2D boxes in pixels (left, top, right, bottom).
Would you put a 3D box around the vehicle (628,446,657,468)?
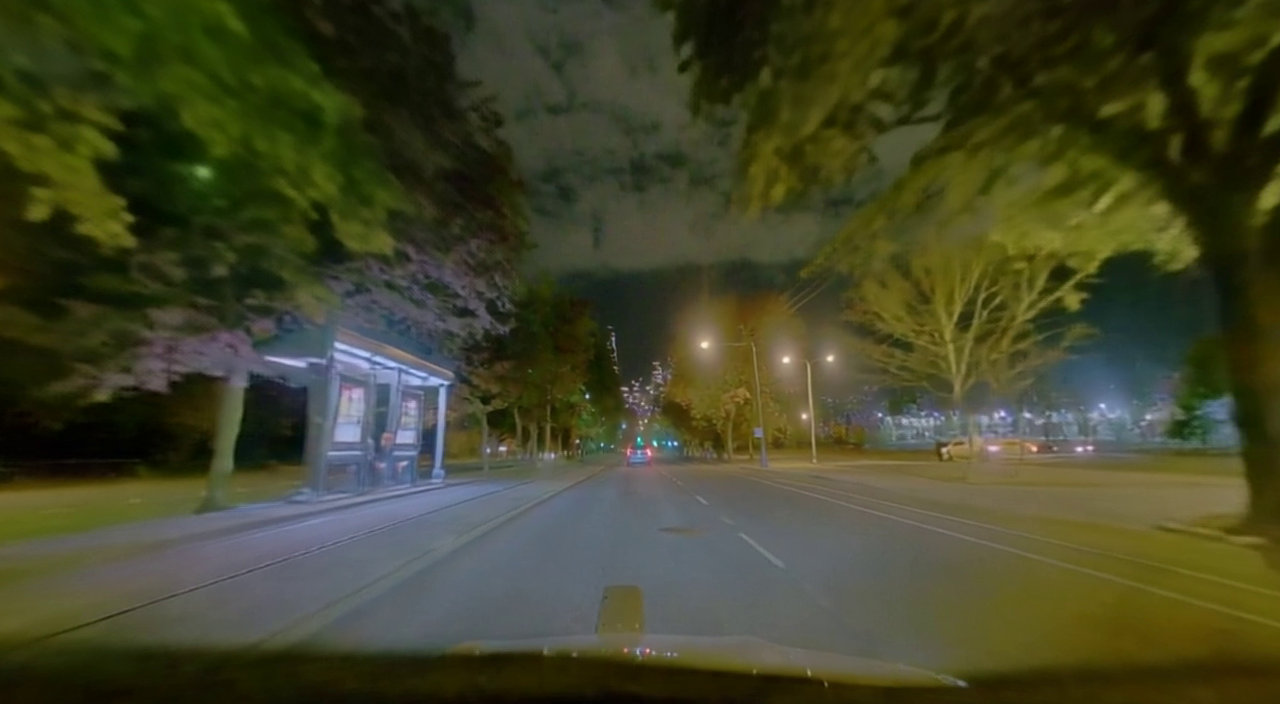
[{"bbox_3d":[0.166,7.834,47.309,2.109,1.501,4.042,1,-8,0],"label":"vehicle"}]
